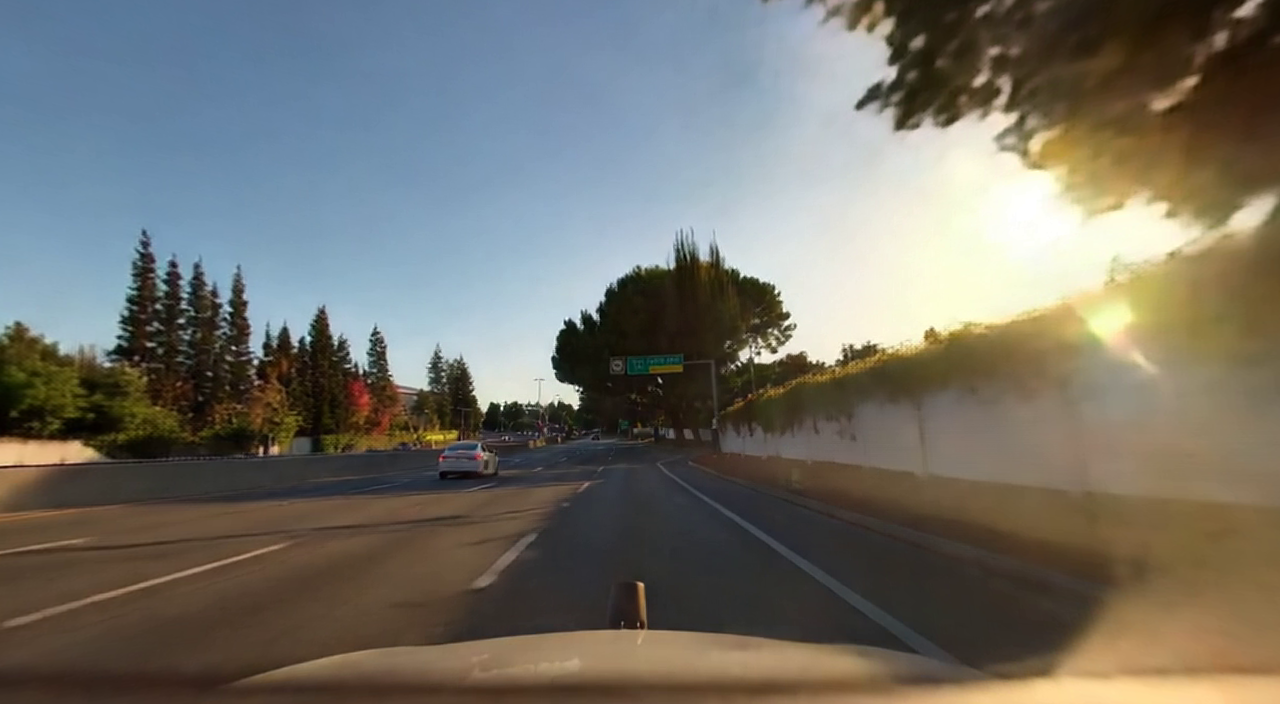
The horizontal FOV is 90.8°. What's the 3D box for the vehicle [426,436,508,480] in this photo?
[{"bbox_3d":[-7.217,4.474,26.918,2.115,1.711,4.722,0,-9,0],"label":"vehicle"}]
